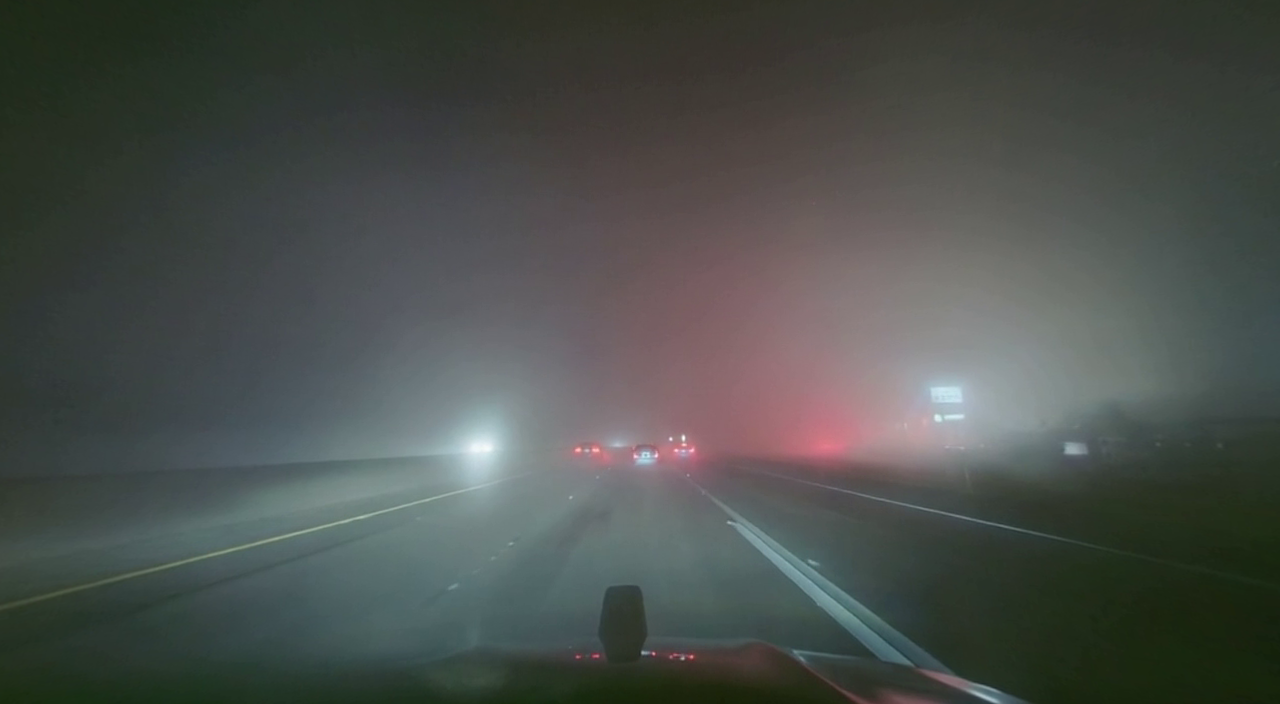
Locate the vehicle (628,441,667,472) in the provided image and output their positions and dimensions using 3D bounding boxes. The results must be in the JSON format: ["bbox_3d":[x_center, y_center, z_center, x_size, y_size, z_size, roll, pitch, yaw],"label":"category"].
[{"bbox_3d":[0.387,5.662,34.444,2.000,1.558,3.945,0,-8,0],"label":"vehicle"}]

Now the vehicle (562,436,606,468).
[{"bbox_3d":[-3.691,6.707,42.553,2.403,1.946,5.623,-1,-8,1],"label":"vehicle"}]
